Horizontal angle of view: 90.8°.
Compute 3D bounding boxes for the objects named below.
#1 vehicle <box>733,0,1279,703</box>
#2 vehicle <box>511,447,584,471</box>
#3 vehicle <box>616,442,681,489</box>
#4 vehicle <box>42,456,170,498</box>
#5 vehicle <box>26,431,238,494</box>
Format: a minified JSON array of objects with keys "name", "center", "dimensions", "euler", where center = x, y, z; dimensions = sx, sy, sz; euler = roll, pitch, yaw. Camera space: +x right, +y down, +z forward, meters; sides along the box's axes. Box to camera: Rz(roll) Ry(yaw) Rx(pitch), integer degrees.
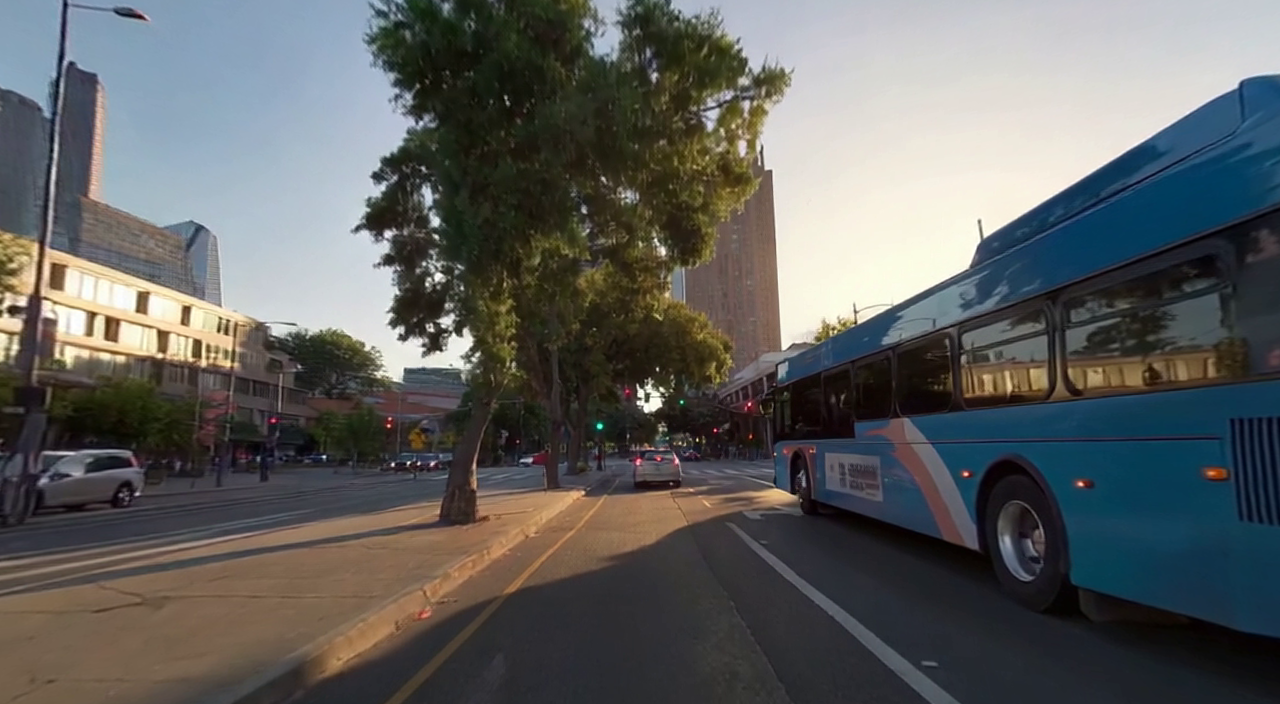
[{"name":"vehicle","center":[3.423,0.204,4.859],"dimensions":[3.250,3.731,13.693],"euler":[0,-8,0]},{"name":"vehicle","center":[-6.060,7.026,41.604],"dimensions":[4.417,1.490,1.816],"euler":[-3,-9,11]},{"name":"vehicle","center":[0.310,4.060,22.973],"dimensions":[2.123,1.544,4.158],"euler":[0,-8,1]},{"name":"vehicle","center":[-26.189,6.081,31.125],"dimensions":[4.570,1.858,1.942],"euler":[7,-11,-41]},{"name":"vehicle","center":[-29.399,6.419,37.188],"dimensions":[9.150,3.310,2.988],"euler":[6,-12,-37]}]
